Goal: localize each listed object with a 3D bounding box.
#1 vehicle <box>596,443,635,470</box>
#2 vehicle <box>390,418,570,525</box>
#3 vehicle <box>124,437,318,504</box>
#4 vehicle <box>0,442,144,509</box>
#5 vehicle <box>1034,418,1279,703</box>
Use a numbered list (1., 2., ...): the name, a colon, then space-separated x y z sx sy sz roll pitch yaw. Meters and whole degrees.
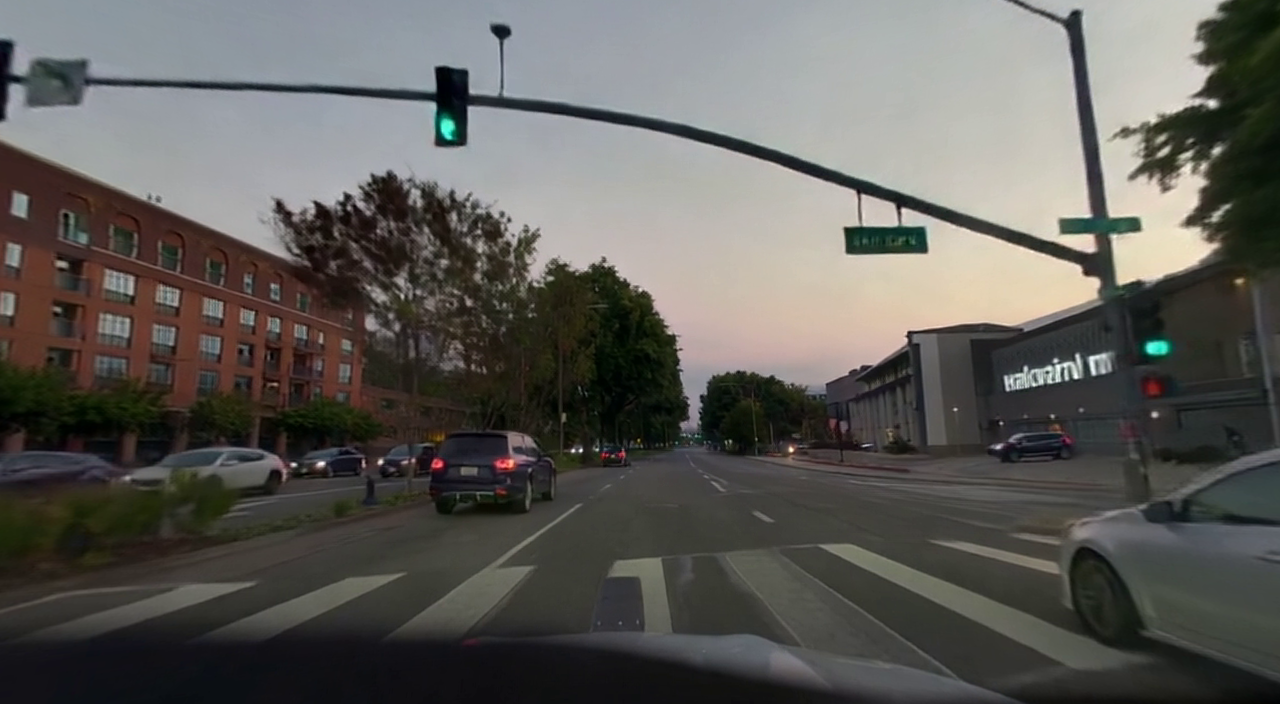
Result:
1. vehicle: -1.502 6.620 40.257 1.976 1.571 4.649 -1 -9 4
2. vehicle: -3.058 2.445 13.477 2.305 1.833 4.912 -1 -9 3
3. vehicle: -11.664 3.312 18.126 2.150 1.627 4.737 -1 -8 3
4. vehicle: -15.090 2.955 15.419 2.079 1.464 4.574 -1 -9 3
5. vehicle: 4.083 1.013 2.743 1.960 1.471 4.378 0 -8 1
